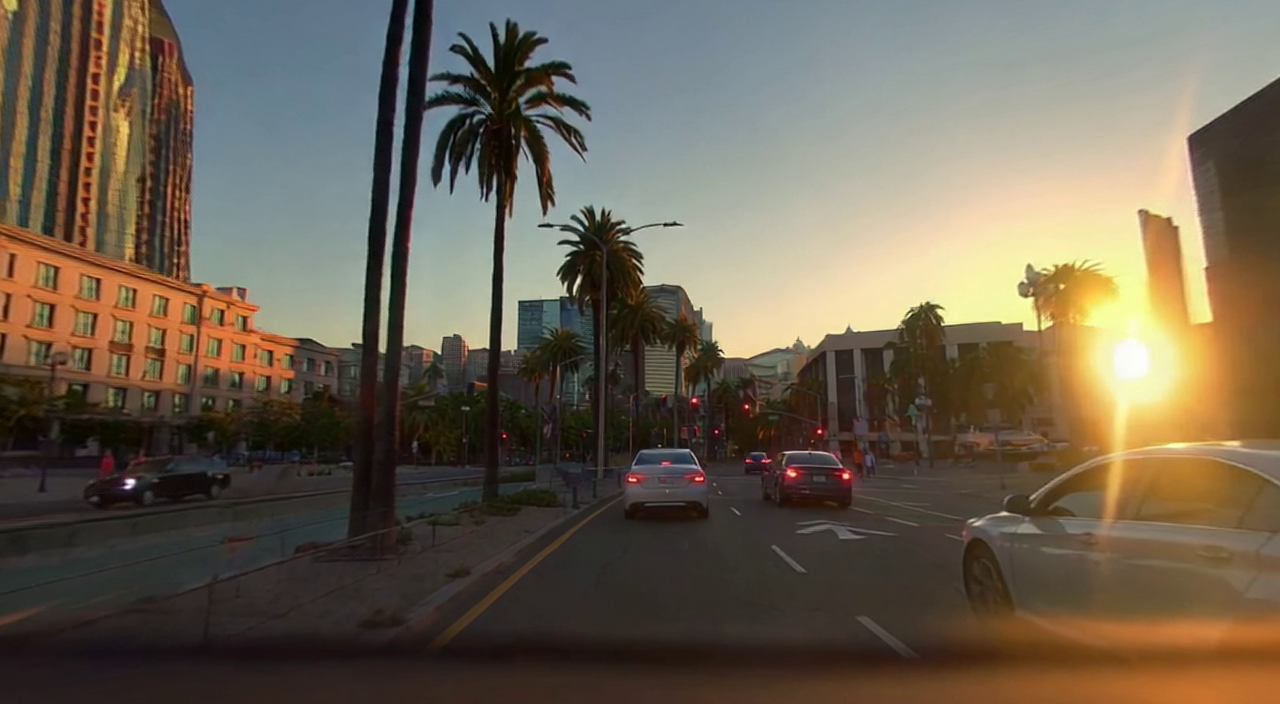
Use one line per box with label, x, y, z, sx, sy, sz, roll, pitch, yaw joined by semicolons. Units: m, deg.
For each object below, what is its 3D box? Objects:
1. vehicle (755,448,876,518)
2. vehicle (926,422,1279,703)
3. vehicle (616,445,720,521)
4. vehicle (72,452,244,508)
vehicle;4.203;3.170;15.940;1.920;1.490;4.417;-1;-9;2
vehicle;3.688;1.227;3.918;1.913;1.469;4.425;-1;-9;3
vehicle;0.696;2.908;14.555;2.078;1.503;3.681;-1;-9;4
vehicle;-16.495;4.355;22.004;2.078;1.662;4.436;-2;-9;9
